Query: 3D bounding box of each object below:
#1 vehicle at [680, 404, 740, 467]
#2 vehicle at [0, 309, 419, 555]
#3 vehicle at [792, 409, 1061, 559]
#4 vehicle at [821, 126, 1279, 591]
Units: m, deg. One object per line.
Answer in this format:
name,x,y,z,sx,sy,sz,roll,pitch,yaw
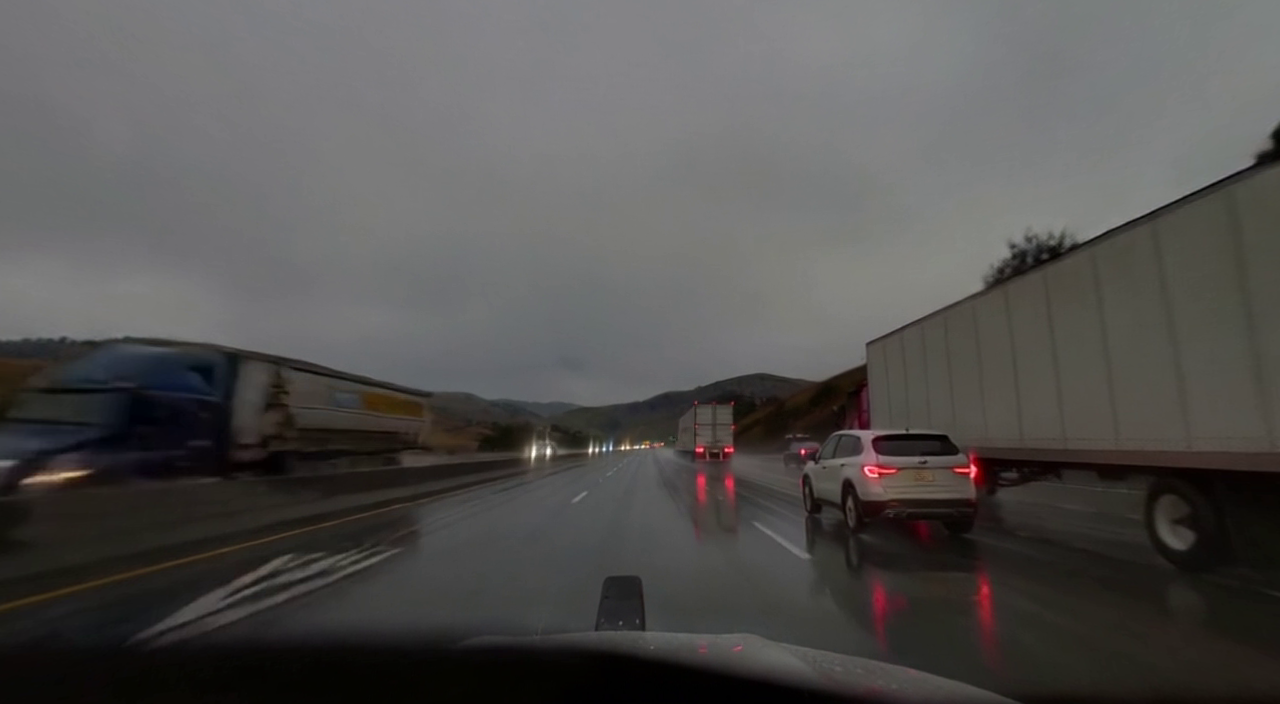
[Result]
vehicle,4.736,6.075,45.071,3.049,3.968,10.706,0,-9,0
vehicle,-9.210,2.010,14.855,3.049,3.230,13.174,0,-9,1
vehicle,3.858,1.863,9.520,2.055,1.737,4.224,0,-9,0
vehicle,7.411,1.123,12.697,2.947,4.199,16.175,0,-9,1
